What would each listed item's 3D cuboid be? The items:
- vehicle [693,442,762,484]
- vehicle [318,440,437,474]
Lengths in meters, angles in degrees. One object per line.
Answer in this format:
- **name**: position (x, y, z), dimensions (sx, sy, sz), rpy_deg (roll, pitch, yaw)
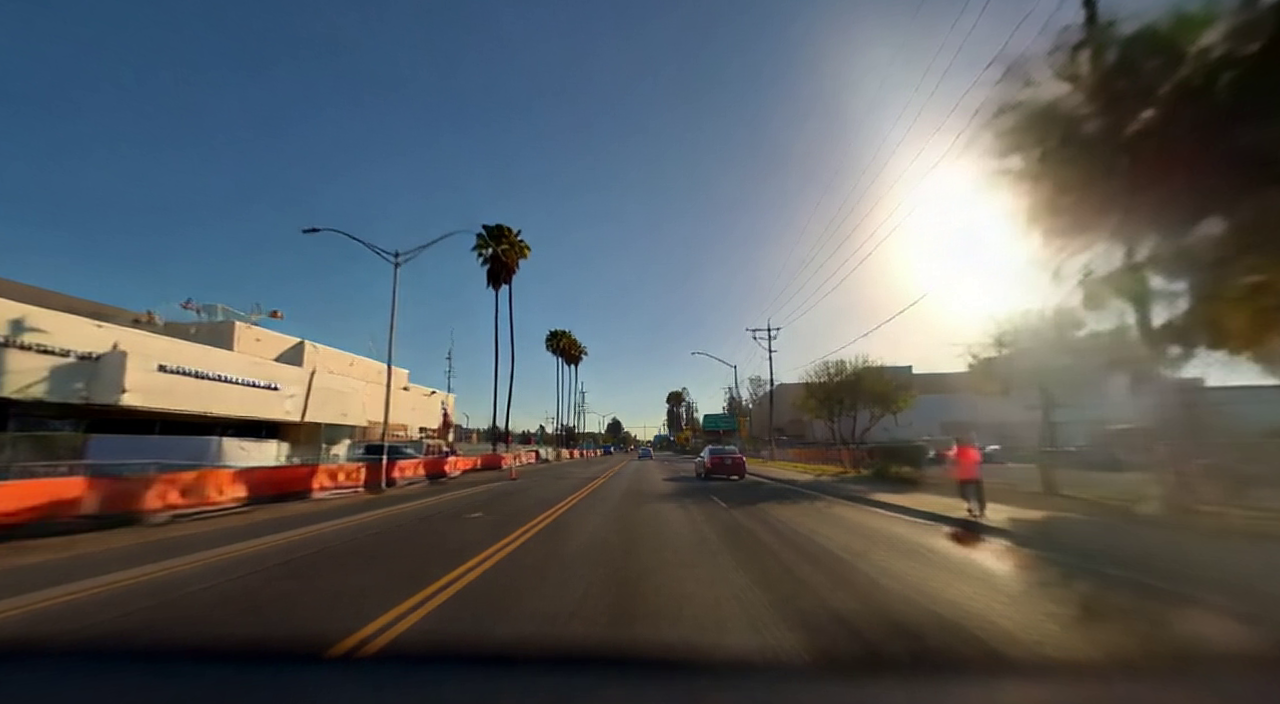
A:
- **vehicle**: position (3.466, 4.494, 25.758), dimensions (2.148, 1.562, 4.642), rpy_deg (0, -8, 0)
- **vehicle**: position (-17.964, 7.203, 43.301), dimensions (6.969, 2.132, 2.716), rpy_deg (8, -12, -44)
